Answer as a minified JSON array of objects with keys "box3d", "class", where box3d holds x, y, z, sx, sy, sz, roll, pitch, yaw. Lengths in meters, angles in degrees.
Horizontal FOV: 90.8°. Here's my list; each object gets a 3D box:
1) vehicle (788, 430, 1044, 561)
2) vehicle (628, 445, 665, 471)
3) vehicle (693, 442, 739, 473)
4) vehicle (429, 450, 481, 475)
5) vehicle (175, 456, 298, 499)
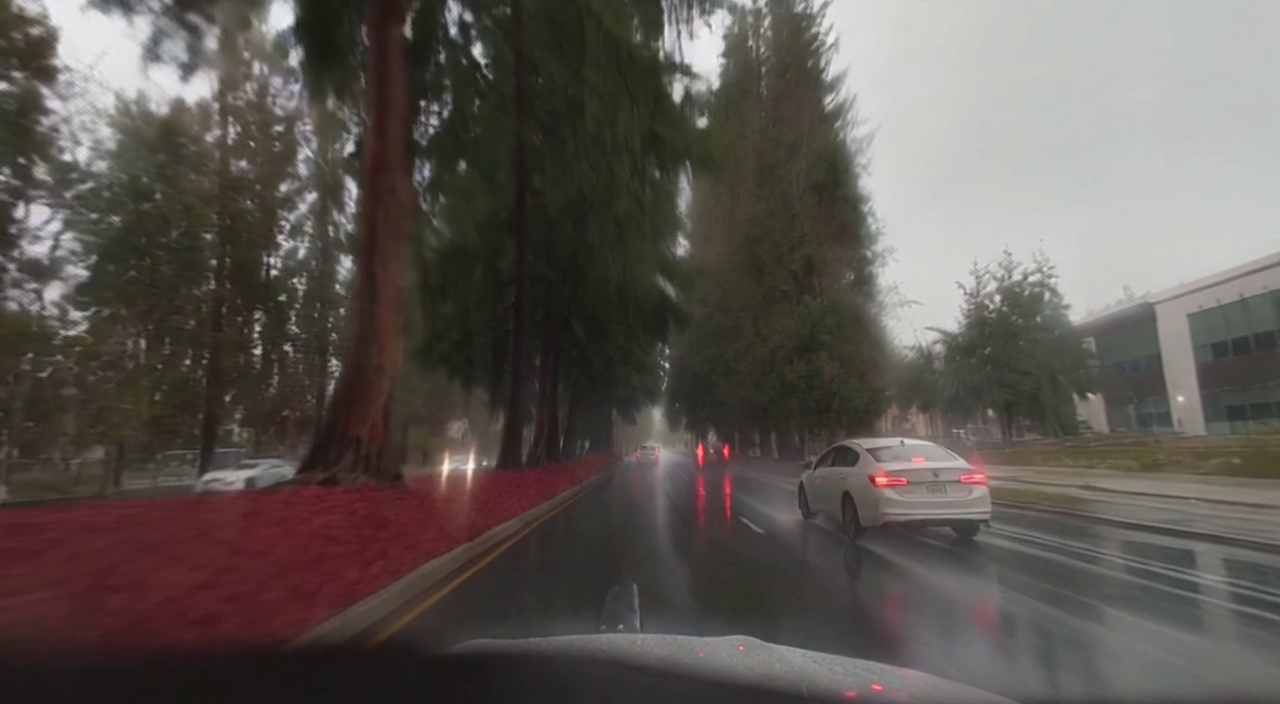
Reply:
[{"box3d":[3.741,1.998,9.555,1.985,1.529,4.147,0,-8,0],"class":"vehicle"},{"box3d":[0.374,6.308,37.778,2.082,1.473,4.028,0,-8,0],"class":"vehicle"},{"box3d":[4.295,5.988,36.176,2.074,1.652,4.340,0,-8,0],"class":"vehicle"},{"box3d":[-11.682,7.017,40.244,1.907,1.456,4.520,0,-8,1],"class":"vehicle"},{"box3d":[-16.095,5.001,25.564,1.855,1.449,4.662,0,-8,1],"class":"vehicle"}]
